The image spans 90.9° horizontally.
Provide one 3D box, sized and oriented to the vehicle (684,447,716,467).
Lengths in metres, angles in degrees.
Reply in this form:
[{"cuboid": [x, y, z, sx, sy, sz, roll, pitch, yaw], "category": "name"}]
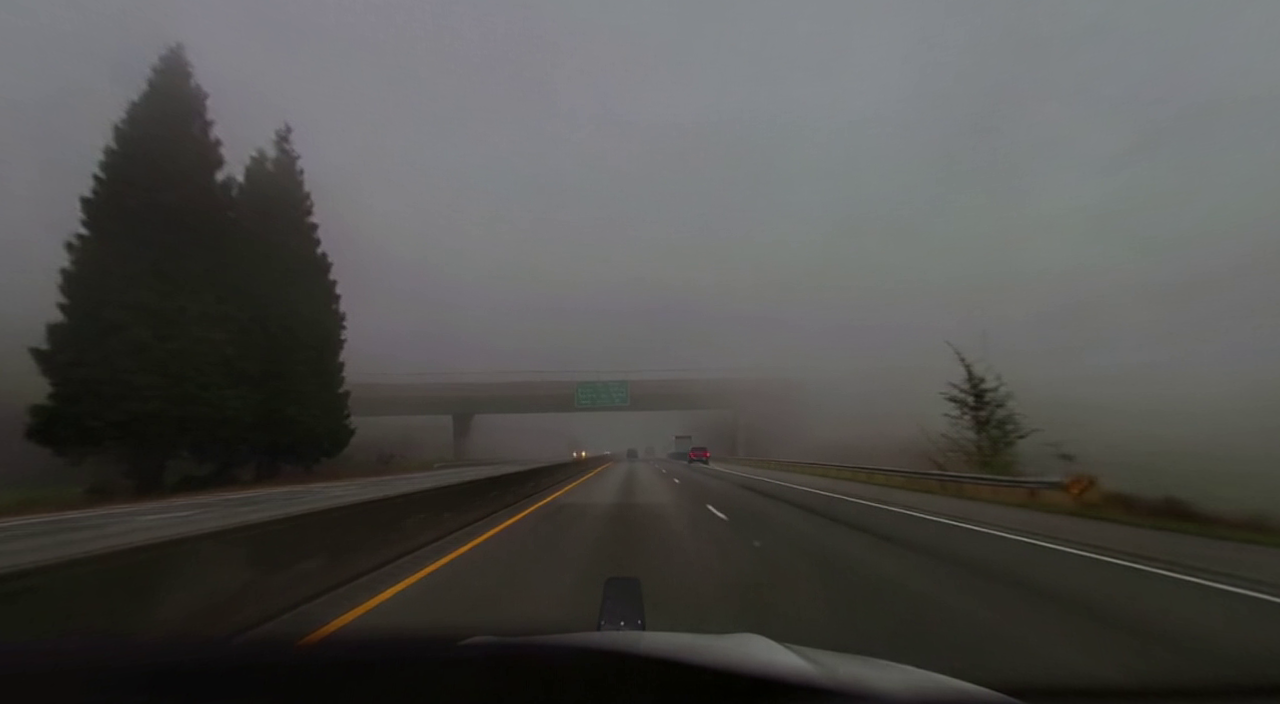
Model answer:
[{"cuboid": [4.443, 7.846, 47.185, 1.987, 1.473, 4.244, 0, -9, 0], "category": "vehicle"}]
